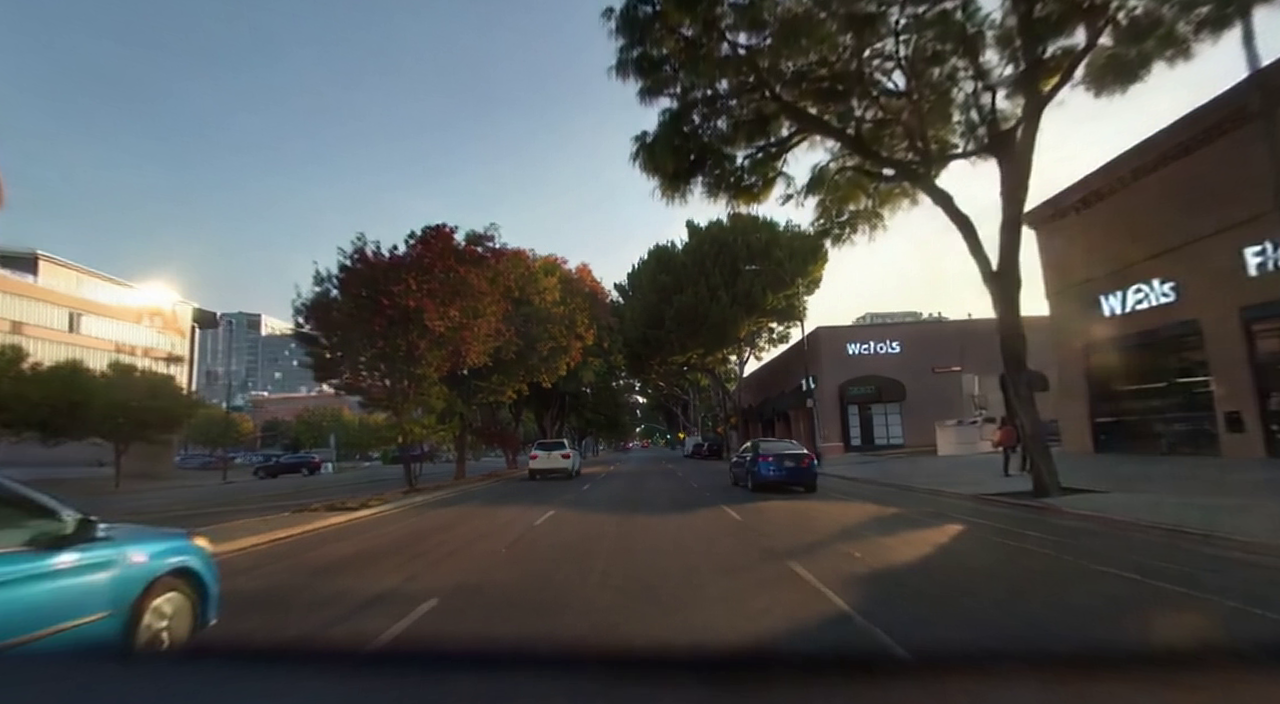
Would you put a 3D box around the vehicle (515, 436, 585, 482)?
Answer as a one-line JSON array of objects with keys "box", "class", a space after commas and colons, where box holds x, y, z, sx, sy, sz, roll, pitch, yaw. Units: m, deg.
[{"box": [-3.603, 4.395, 26.205, 2.145, 1.694, 4.642, 0, -8, 1], "class": "vehicle"}]

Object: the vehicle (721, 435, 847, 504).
[{"box": [3.471, 2.925, 16.232, 1.961, 1.482, 4.538, 0, -8, -3], "class": "vehicle"}]

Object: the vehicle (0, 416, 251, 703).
[{"box": [-3.610, 0.910, 1.908, 2.060, 1.466, 4.387, 0, -8, 0], "class": "vehicle"}]

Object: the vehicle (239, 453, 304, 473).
[{"box": [-29.012, 8.723, 49.792, 3.907, 1.533, 1.829, 0, -8, -1], "class": "vehicle"}]
